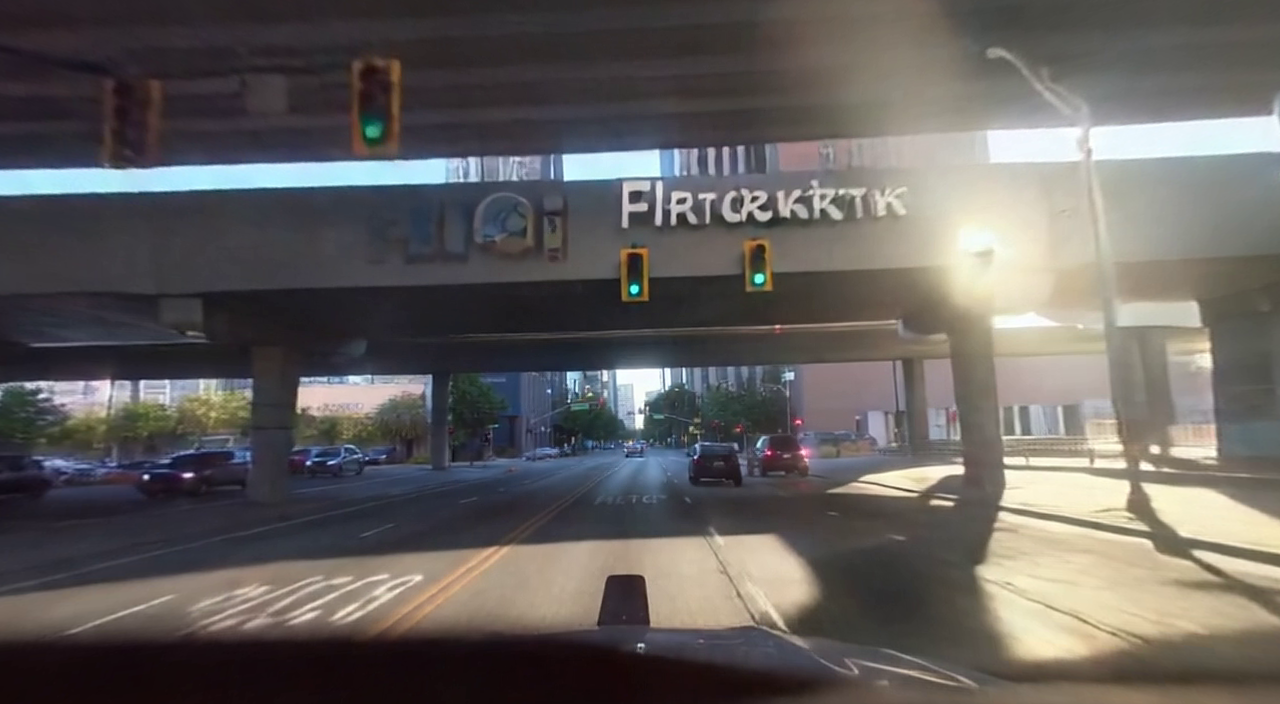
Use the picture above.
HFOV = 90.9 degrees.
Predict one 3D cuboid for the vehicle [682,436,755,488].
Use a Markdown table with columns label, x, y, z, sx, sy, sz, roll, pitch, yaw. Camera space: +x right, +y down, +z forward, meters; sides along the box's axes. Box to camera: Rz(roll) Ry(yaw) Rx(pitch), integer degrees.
| label | x | y | z | sx | sy | sz | roll | pitch | yaw |
| --- | --- | --- | --- | --- | --- | --- | --- | --- | --- |
| vehicle | 2.554 | 3.677 | 21.346 | 1.947 | 1.576 | 3.825 | 0 | -8 | 0 |

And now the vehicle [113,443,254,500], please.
| label | x | y | z | sx | sy | sz | roll | pitch | yaw |
| --- | --- | --- | --- | --- | --- | --- | --- | --- | --- |
| vehicle | -18.006 | 4.689 | 25.244 | 2.167 | 2.024 | 4.589 | 0 | -8 | 0 |

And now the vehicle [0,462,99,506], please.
| label | x | y | z | sx | sy | sz | roll | pitch | yaw |
| --- | --- | --- | --- | --- | --- | --- | --- | --- | --- |
| vehicle | -24.589 | 5.168 | 24.821 | 2.128 | 1.493 | 4.955 | -1 | -8 | 2 |

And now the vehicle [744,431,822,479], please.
| label | x | y | z | sx | sy | sz | roll | pitch | yaw |
| --- | --- | --- | --- | --- | --- | --- | --- | --- | --- |
| vehicle | 6.859 | 5.024 | 31.094 | 2.433 | 2.116 | 5.789 | 0 | -8 | -1 |

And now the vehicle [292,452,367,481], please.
| label | x | y | z | sx | sy | sz | roll | pitch | yaw |
| --- | --- | --- | --- | --- | --- | --- | --- | --- | --- |
| vehicle | -17.800 | 6.541 | 36.400 | 1.985 | 1.505 | 4.275 | -1 | -8 | 2 |
